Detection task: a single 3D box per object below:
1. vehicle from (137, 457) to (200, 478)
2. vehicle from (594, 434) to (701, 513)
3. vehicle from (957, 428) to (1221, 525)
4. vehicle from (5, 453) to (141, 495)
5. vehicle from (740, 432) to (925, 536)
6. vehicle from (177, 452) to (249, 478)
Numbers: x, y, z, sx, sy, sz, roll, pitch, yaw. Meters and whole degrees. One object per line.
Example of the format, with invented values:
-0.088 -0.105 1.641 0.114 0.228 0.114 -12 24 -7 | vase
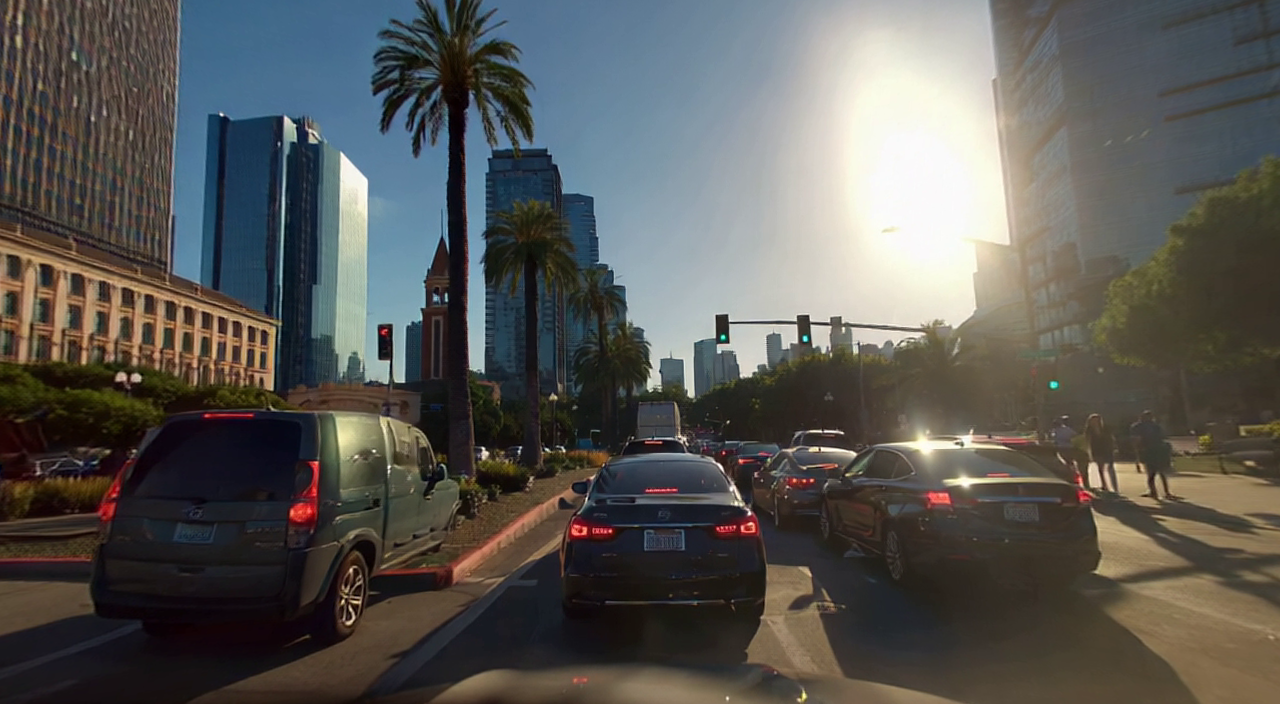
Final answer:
-36.849 9.004 49.307 1.700 1.527 4.445 1 -9 -4 | vehicle
0.171 2.617 14.013 2.048 1.503 3.681 0 -9 1 | vehicle
8.177 2.283 12.096 1.859 1.508 4.259 0 -9 -1 | vehicle
-26.698 5.715 29.922 2.105 1.793 4.812 0 -9 -3 | vehicle
3.119 2.236 11.287 1.913 1.469 4.425 0 -9 0 | vehicle
-30.729 8.102 45.471 1.946 1.696 4.595 0 -8 -1 | vehicle
